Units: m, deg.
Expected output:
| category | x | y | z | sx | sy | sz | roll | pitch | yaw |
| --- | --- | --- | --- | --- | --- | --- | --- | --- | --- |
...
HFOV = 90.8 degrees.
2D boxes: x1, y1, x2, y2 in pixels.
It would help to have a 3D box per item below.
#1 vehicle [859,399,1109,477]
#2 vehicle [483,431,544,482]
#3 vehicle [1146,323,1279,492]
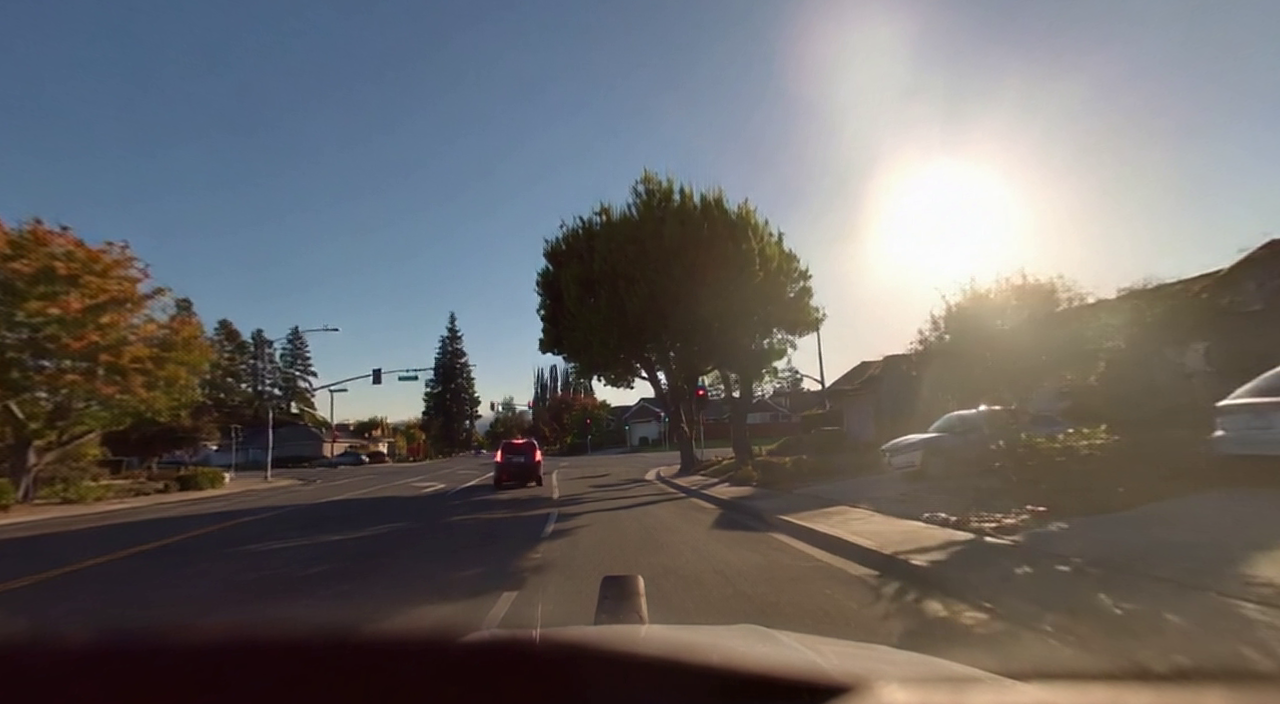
| category | x | y | z | sx | sy | sz | roll | pitch | yaw |
| --- | --- | --- | --- | --- | --- | --- | --- | --- | --- |
| vehicle | 7.738 | 1.981 | 14.494 | 4.663 | 1.618 | 1.962 | 1 | -9 | -7 |
| vehicle | -4.934 | 4.142 | 25.237 | 2.041 | 1.834 | 4.679 | 1 | -9 | -7 |
| vehicle | 9.178 | 0.738 | 7.895 | 4.542 | 1.857 | 2.021 | 2 | -9 | -16 |
